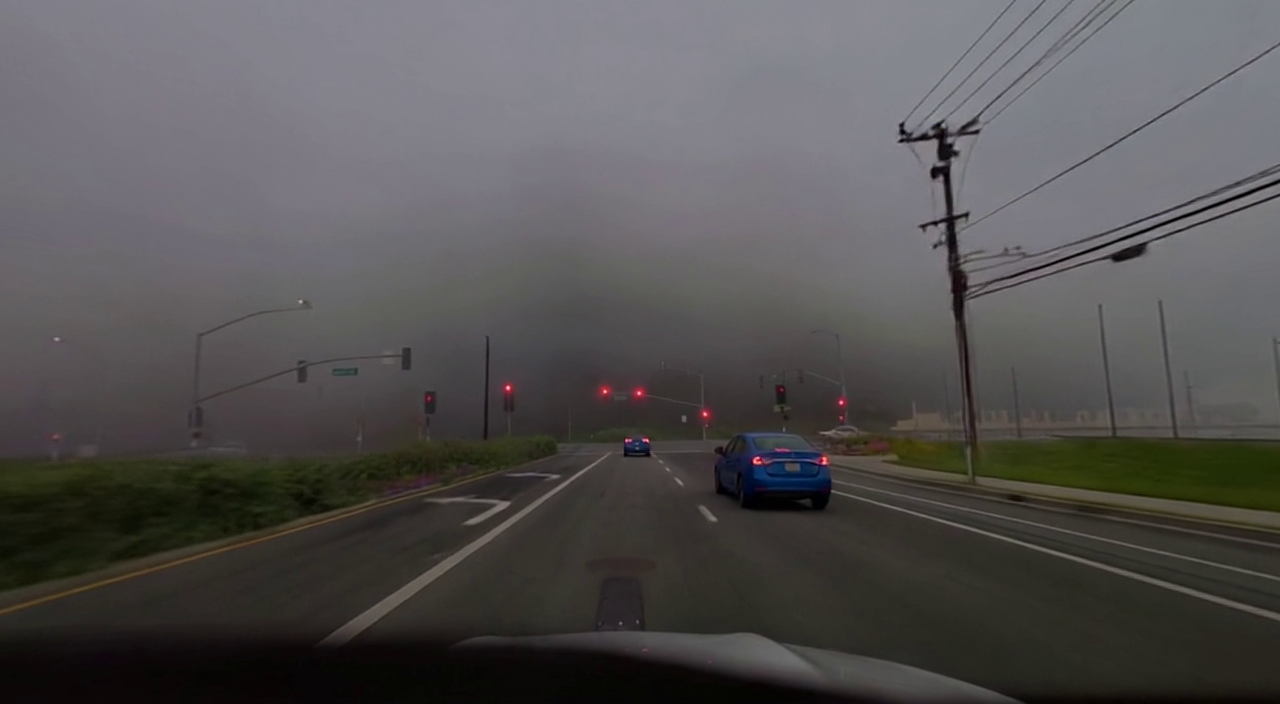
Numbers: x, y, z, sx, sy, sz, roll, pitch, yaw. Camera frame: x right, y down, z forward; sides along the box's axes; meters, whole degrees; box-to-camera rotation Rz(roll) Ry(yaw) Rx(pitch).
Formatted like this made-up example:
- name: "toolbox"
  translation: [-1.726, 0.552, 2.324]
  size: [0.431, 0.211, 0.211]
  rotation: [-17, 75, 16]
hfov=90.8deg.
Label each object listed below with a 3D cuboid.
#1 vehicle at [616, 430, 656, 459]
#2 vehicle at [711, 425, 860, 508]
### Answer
- name: "vehicle"
  translation: [-0.222, 5.106, 34.988]
  size: [2.110, 1.466, 3.860]
  rotation: [0, -8, -1]
- name: "vehicle"
  translation: [2.795, 2.313, 13.262]
  size: [2.004, 1.448, 4.263]
  rotation: [0, -8, -2]
